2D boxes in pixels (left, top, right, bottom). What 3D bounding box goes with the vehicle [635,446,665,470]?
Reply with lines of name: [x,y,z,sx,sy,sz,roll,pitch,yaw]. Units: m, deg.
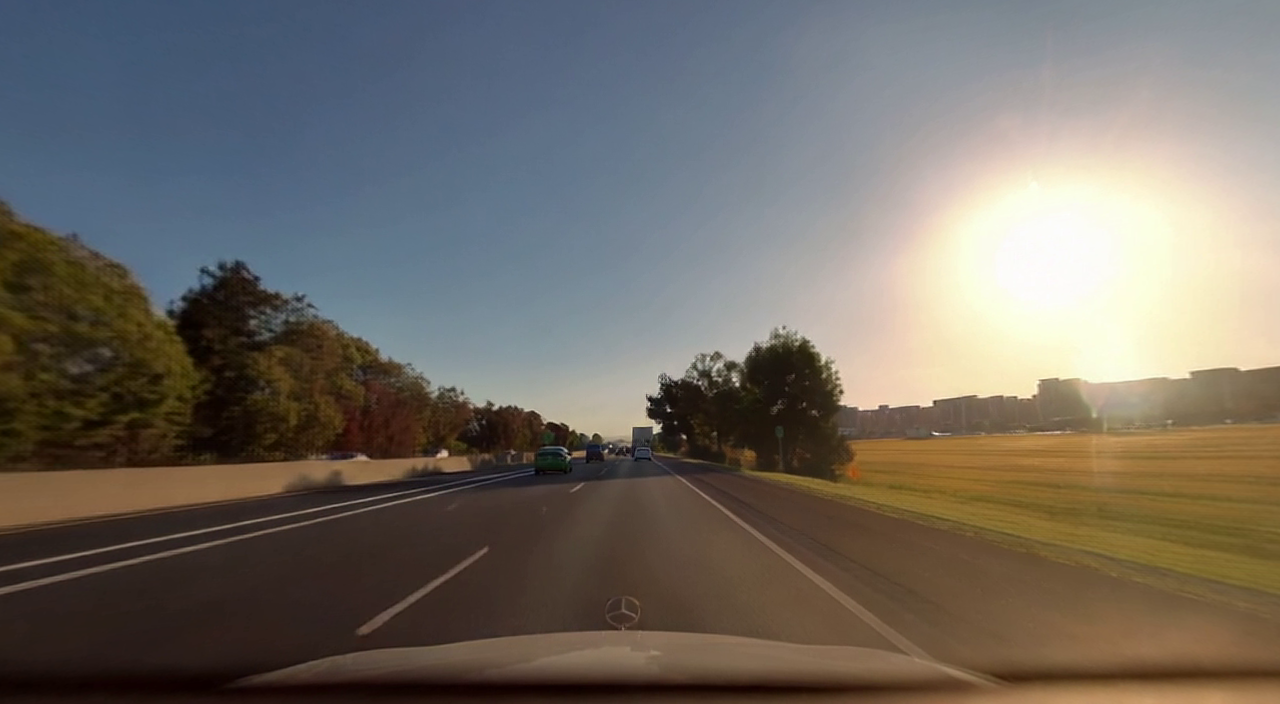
vehicle: [0.675,7.485,44.732,1.992,1.593,3.937,0,-9,-1]

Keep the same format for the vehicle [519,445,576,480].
vehicle: [-4.424,5.336,30.713,2.172,1.548,3.953,0,-9,0]

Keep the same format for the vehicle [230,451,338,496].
vehicle: [-12.287,4.173,22.023,1.743,1.405,3.476,0,-9,-1]
